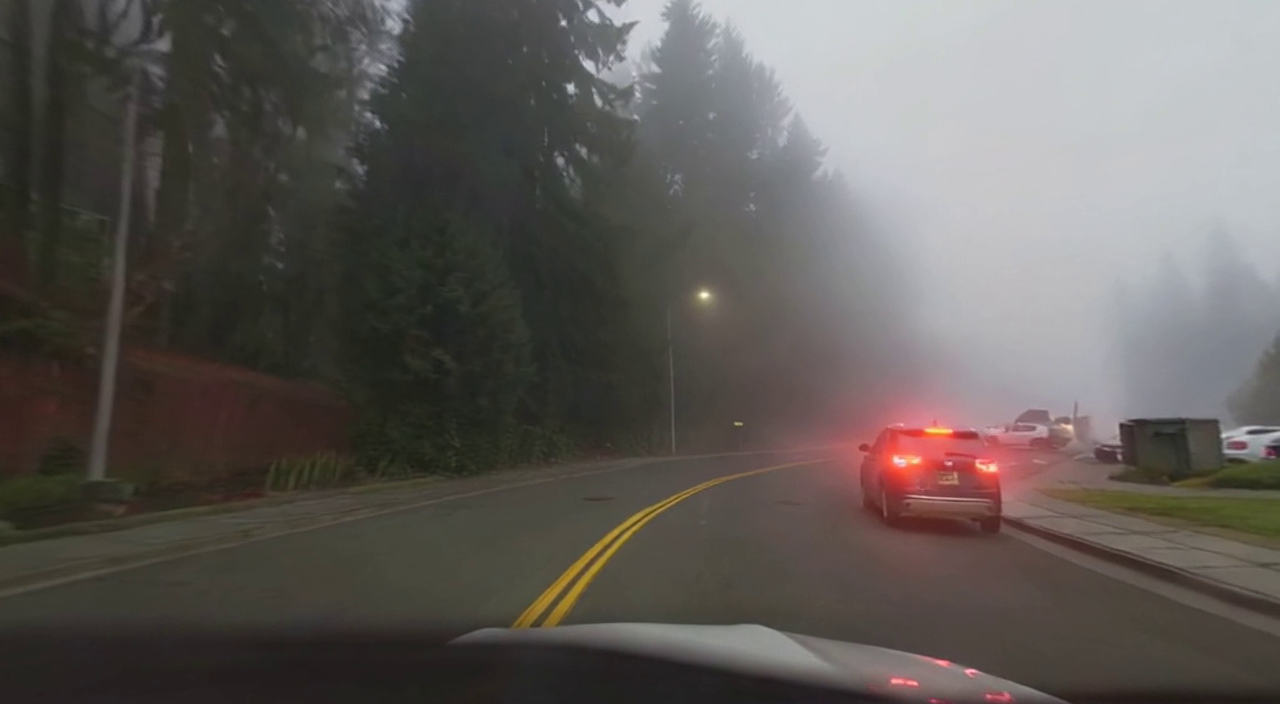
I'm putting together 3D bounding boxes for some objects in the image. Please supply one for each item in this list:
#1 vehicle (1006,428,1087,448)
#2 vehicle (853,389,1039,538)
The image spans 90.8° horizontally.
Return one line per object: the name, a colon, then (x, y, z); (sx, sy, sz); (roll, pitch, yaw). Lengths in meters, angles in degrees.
vehicle: (31.163, 6.642, 48.569); (4.726, 1.481, 1.957); (-1, -8, 8)
vehicle: (5.211, 1.920, 11.301); (2.043, 2.250, 3.024); (-1, -8, 8)
